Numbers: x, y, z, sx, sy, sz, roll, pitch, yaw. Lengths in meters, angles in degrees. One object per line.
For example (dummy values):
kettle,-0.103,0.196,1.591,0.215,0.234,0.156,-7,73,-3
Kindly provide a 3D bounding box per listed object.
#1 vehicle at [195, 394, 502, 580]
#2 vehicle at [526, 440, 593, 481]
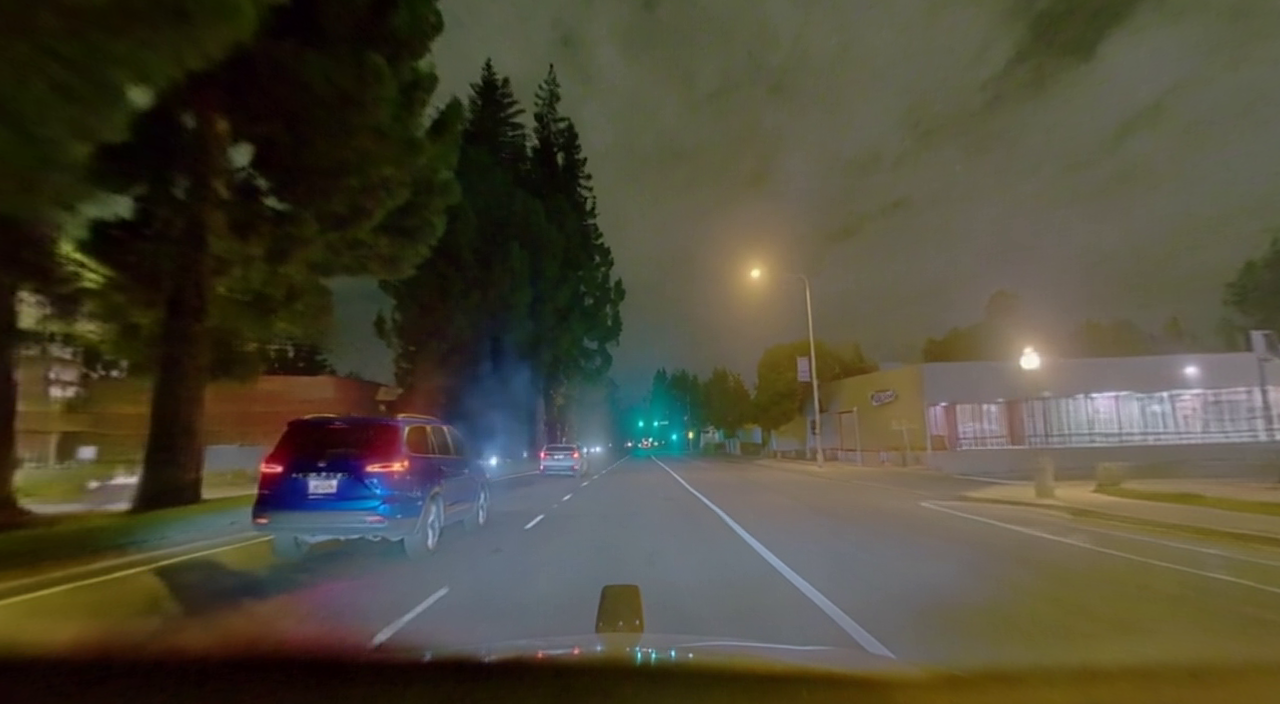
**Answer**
vehicle,-3.359,1.648,8.489,2.042,1.817,4.364,0,-8,0
vehicle,-3.123,4.337,25.548,2.069,1.470,4.601,0,-8,0
